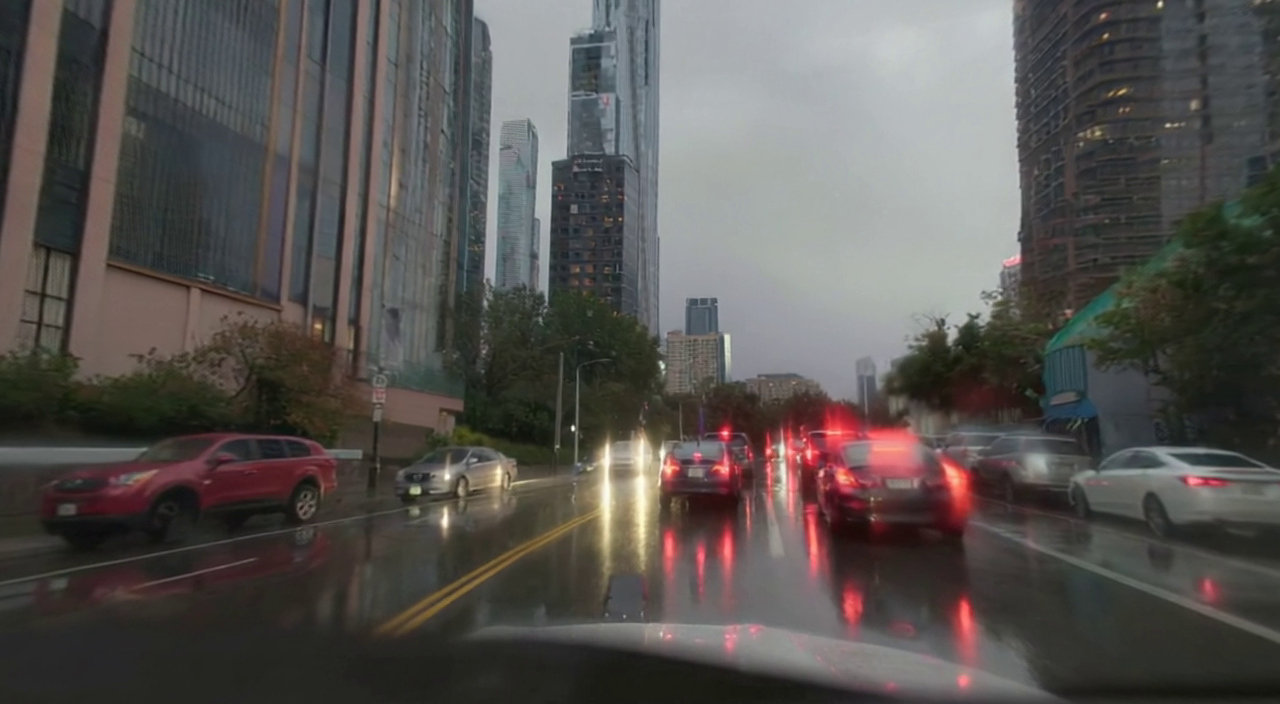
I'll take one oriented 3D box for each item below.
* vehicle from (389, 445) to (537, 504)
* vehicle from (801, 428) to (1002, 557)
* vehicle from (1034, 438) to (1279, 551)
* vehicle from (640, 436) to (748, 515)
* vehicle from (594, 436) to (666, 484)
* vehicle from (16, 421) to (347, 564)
[{"bbox_3d":[-5.064,3.538,18.732,1.928,1.503,4.322,-4,-9,22],"label":"vehicle"},{"bbox_3d":[3.667,1.987,9.725,1.982,1.510,4.144,-2,-8,10],"label":"vehicle"},{"bbox_3d":[8.960,2.273,10.921,1.901,1.500,4.729,-2,-8,10],"label":"vehicle"},{"bbox_3d":[1.322,2.634,13.980,2.031,1.461,3.763,-2,-8,10],"label":"vehicle"},{"bbox_3d":[-0.280,4.298,25.526,2.030,1.730,4.453,-2,-9,11],"label":"vehicle"},{"bbox_3d":[-7.553,2.286,11.096,1.934,1.770,4.546,-9,-9,10],"label":"vehicle"}]
